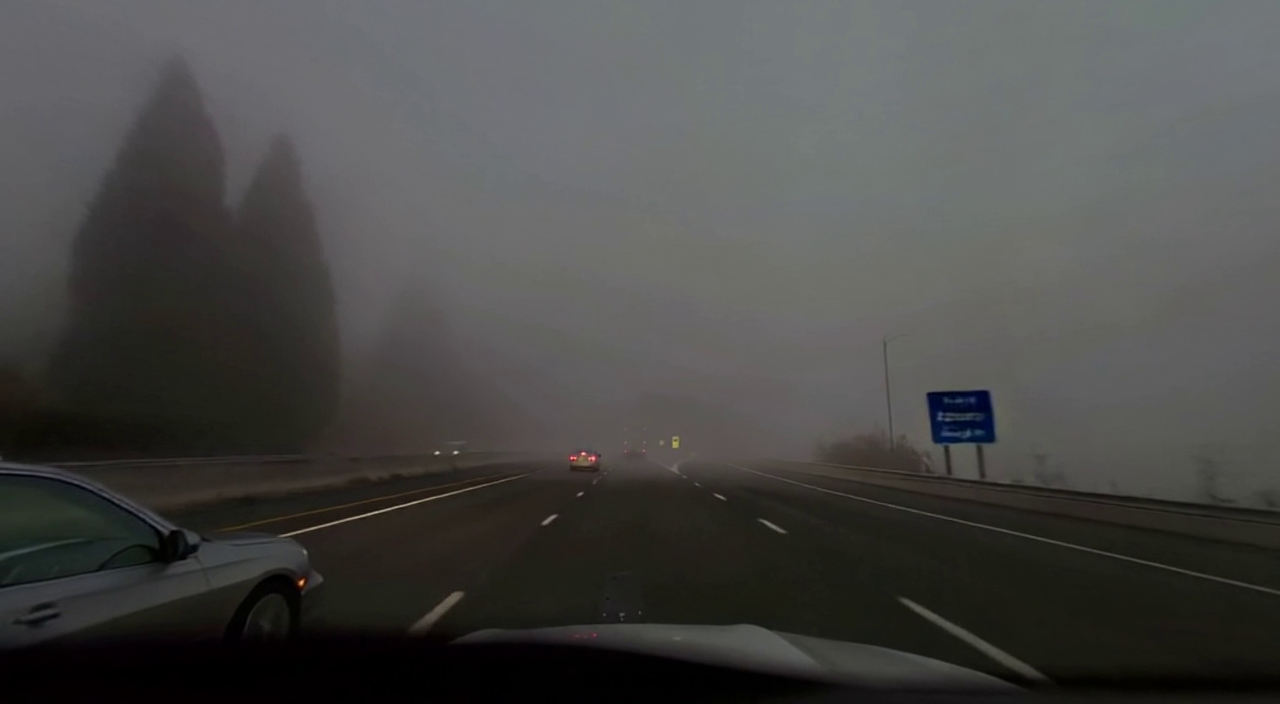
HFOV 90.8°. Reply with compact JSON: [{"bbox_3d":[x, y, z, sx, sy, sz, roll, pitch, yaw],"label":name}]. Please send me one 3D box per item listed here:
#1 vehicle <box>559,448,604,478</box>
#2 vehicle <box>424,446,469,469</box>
[{"bbox_3d":[-3.201,6.200,35.554,2.184,1.574,5.004,0,-9,-1],"label":"vehicle"},{"bbox_3d":[-13.427,7.335,44.015,1.813,1.455,4.341,0,-9,0],"label":"vehicle"}]
